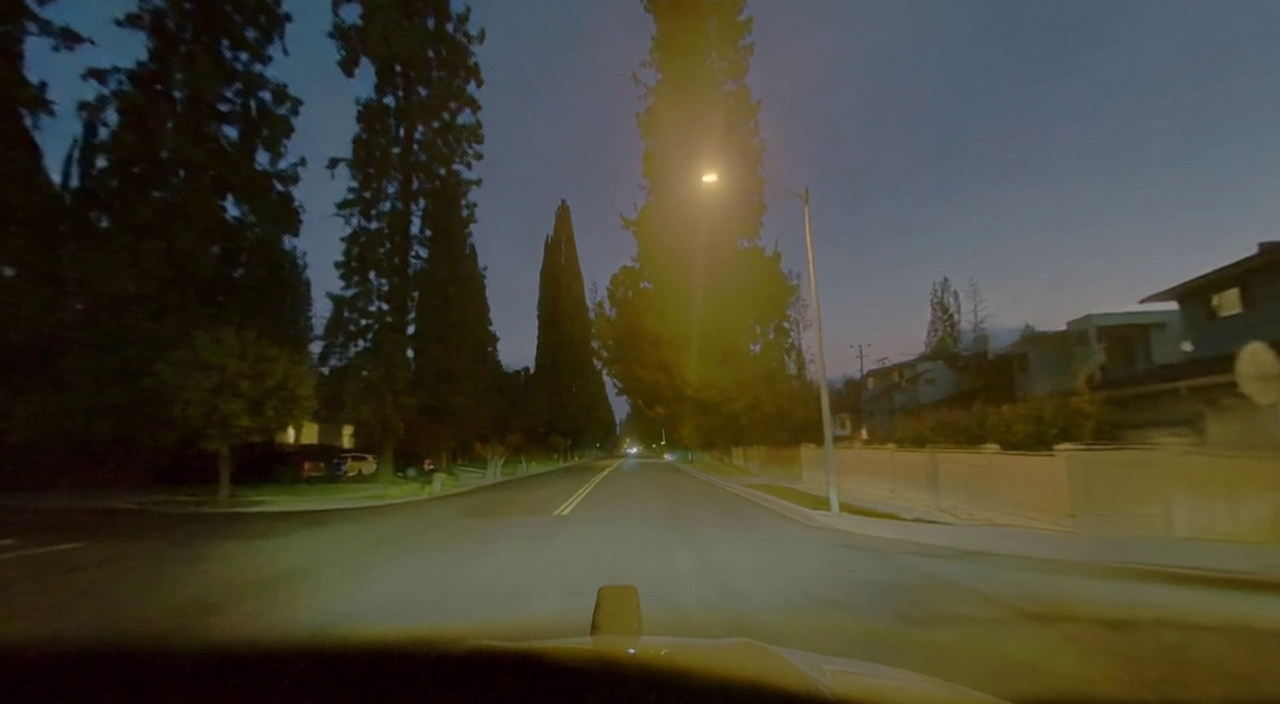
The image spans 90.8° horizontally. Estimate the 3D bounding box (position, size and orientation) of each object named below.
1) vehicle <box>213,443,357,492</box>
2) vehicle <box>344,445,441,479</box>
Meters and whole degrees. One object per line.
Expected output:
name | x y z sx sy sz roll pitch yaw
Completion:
vehicle | -14.923 4.828 26.831 2.066 1.852 4.782 -6 -10 33
vehicle | -14.235 6.317 36.300 5.275 1.807 2.279 -5 -10 29
